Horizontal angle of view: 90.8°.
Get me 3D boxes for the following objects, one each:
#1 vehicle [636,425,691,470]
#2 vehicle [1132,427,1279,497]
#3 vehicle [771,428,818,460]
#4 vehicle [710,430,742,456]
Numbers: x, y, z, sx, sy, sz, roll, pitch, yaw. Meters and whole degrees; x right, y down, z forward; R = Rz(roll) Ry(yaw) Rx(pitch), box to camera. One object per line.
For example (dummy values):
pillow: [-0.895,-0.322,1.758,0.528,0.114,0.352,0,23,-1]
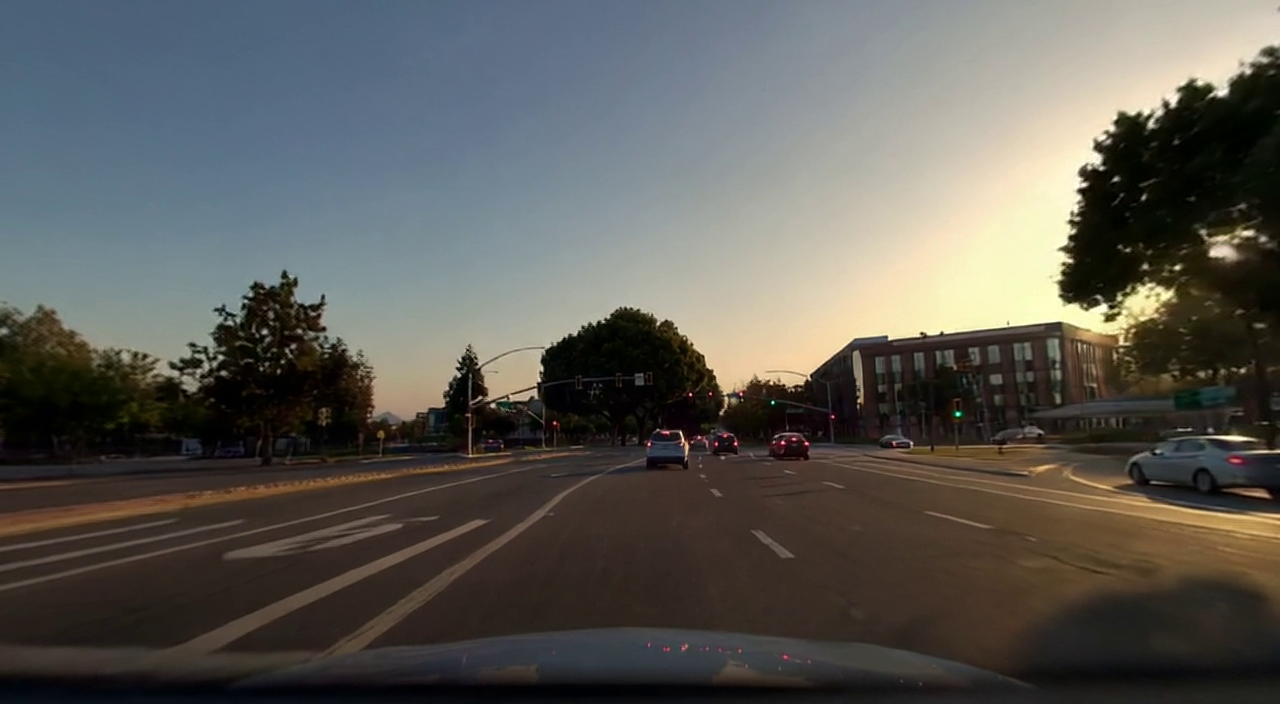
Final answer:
vehicle: [1.082,4.163,27.499,2.211,1.795,4.179,-1,-9,4]
vehicle: [15.524,2.890,16.887,2.118,1.606,4.640,-3,-9,17]
vehicle: [9.257,5.578,38.265,2.074,1.791,4.393,-1,-9,5]
vehicle: [6.452,6.772,46.940,2.188,1.774,4.646,-2,-9,9]
